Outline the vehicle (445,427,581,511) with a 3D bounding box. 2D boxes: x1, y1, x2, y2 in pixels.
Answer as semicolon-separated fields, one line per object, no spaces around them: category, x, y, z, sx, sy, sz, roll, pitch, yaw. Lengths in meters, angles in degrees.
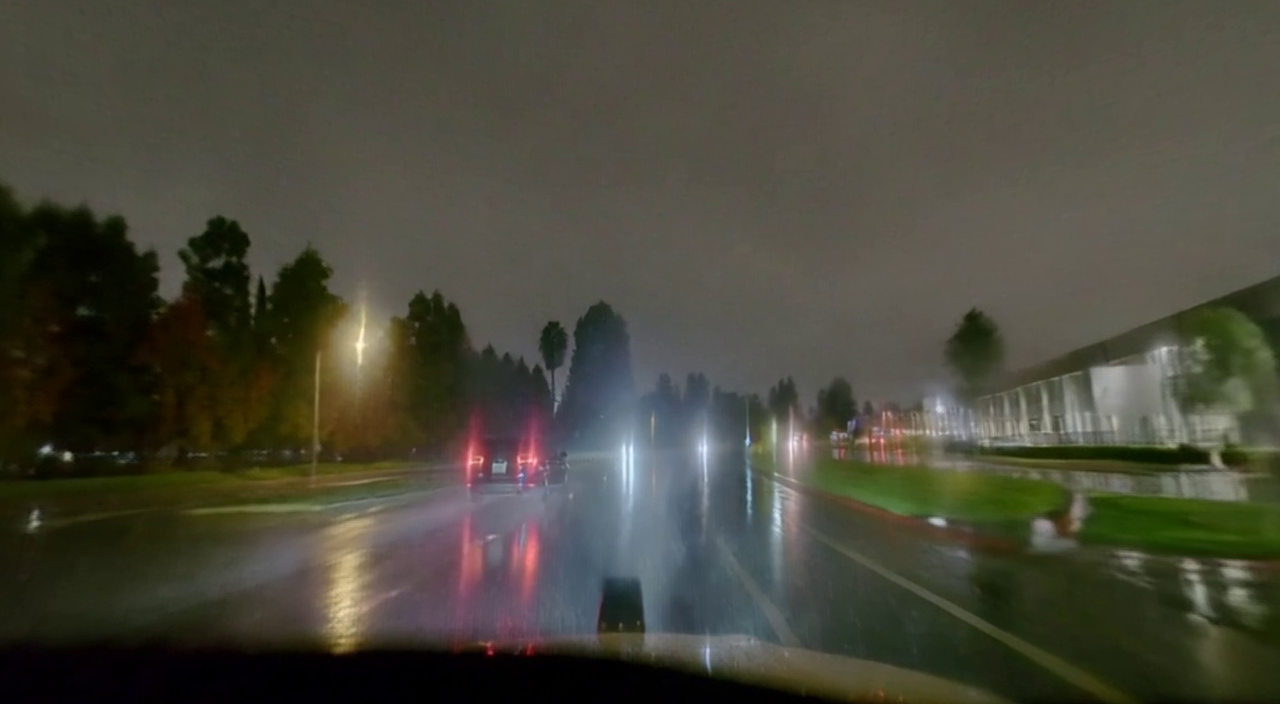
vehicle;-2.882;2.789;15.469;2.121;1.724;4.392;-1;-9;4
